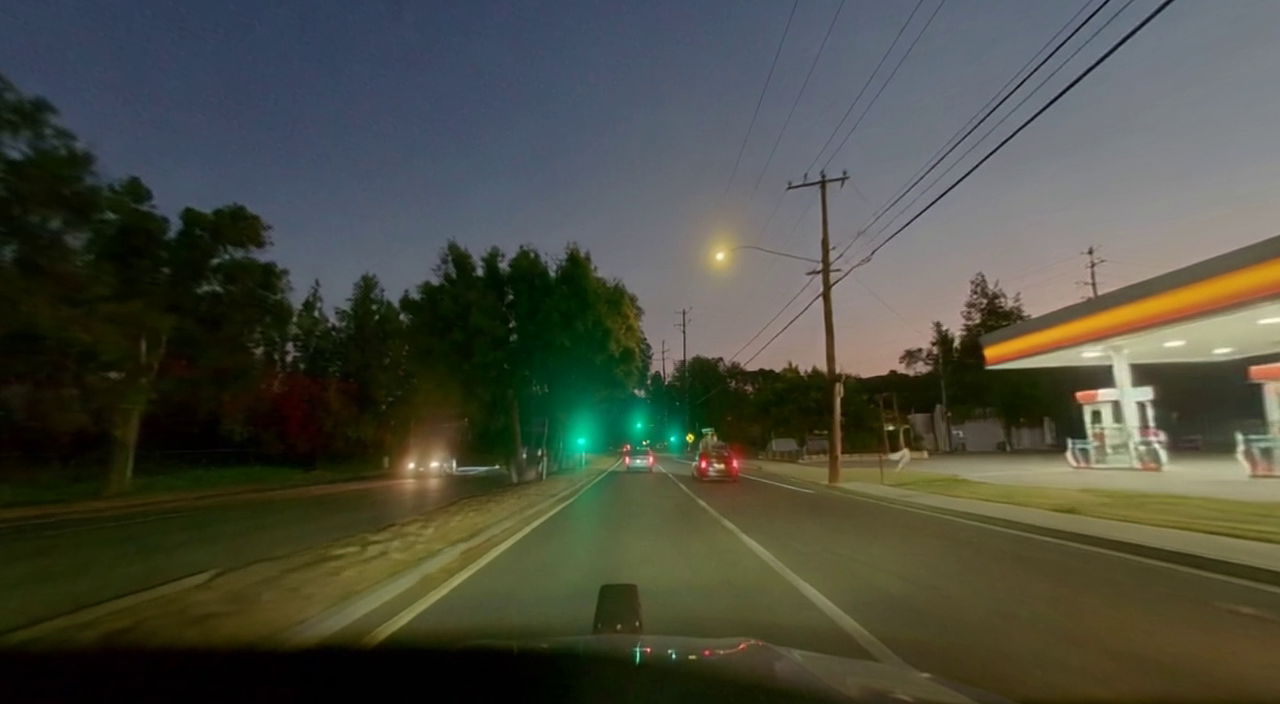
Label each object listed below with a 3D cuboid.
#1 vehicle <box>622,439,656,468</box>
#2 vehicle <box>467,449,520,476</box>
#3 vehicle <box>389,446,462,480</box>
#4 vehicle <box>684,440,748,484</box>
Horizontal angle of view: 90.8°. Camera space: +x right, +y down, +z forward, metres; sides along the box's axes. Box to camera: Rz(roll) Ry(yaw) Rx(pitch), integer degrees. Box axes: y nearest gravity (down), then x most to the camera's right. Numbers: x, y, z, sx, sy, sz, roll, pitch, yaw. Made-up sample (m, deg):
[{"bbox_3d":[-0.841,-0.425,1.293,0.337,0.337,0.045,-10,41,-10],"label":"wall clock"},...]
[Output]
[{"bbox_3d":[-0.105,6.859,42.970,2.163,1.825,4.073,-1,-8,-1],"label":"vehicle"},{"bbox_3d":[-8.724,6.599,38.045,2.180,1.484,4.612,-1,-8,-1],"label":"vehicle"},{"bbox_3d":[-12.922,6.670,38.521,2.415,1.828,5.778,-1,-8,0],"label":"vehicle"},{"bbox_3d":[3.022,4.457,25.957,1.990,1.592,4.294,-1,-8,-1],"label":"vehicle"}]
